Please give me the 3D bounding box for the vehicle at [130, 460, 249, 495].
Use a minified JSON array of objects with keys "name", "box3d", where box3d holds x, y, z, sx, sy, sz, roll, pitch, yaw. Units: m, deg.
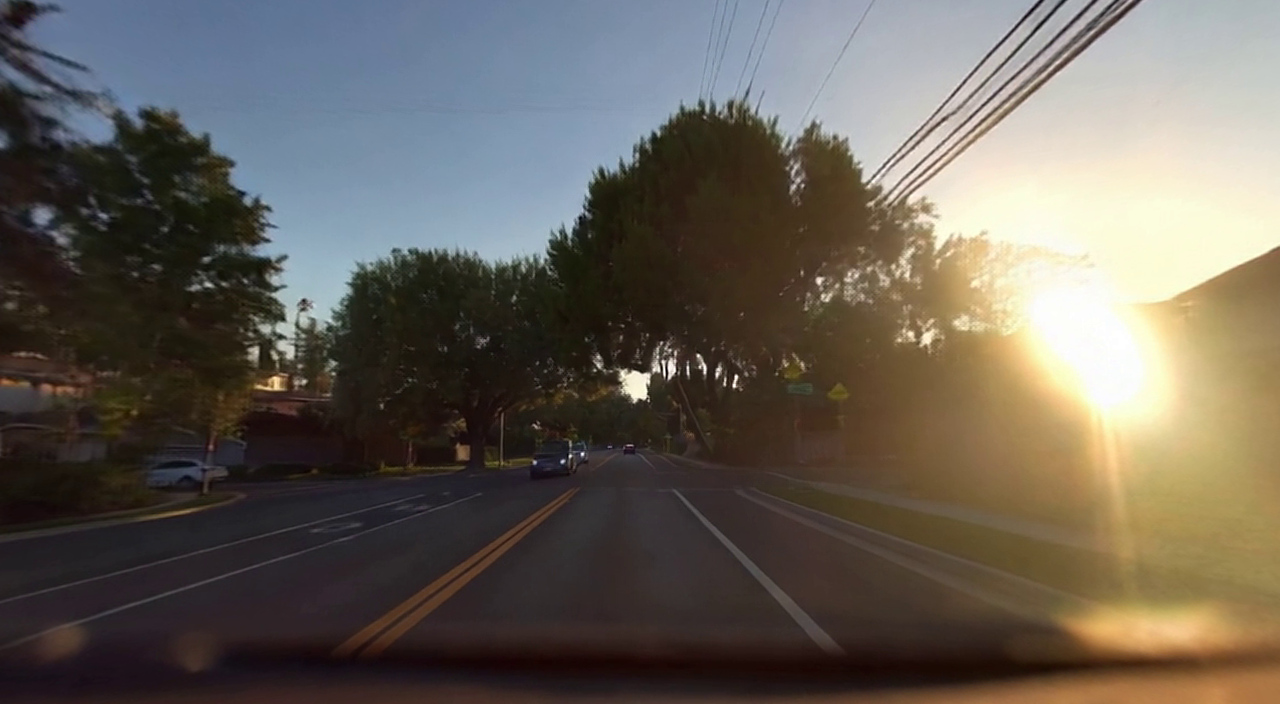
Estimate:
[{"name":"vehicle","box3d":[-21.125,5.898,29.743,4.241,1.385,1.727,2,-11,2]}]
